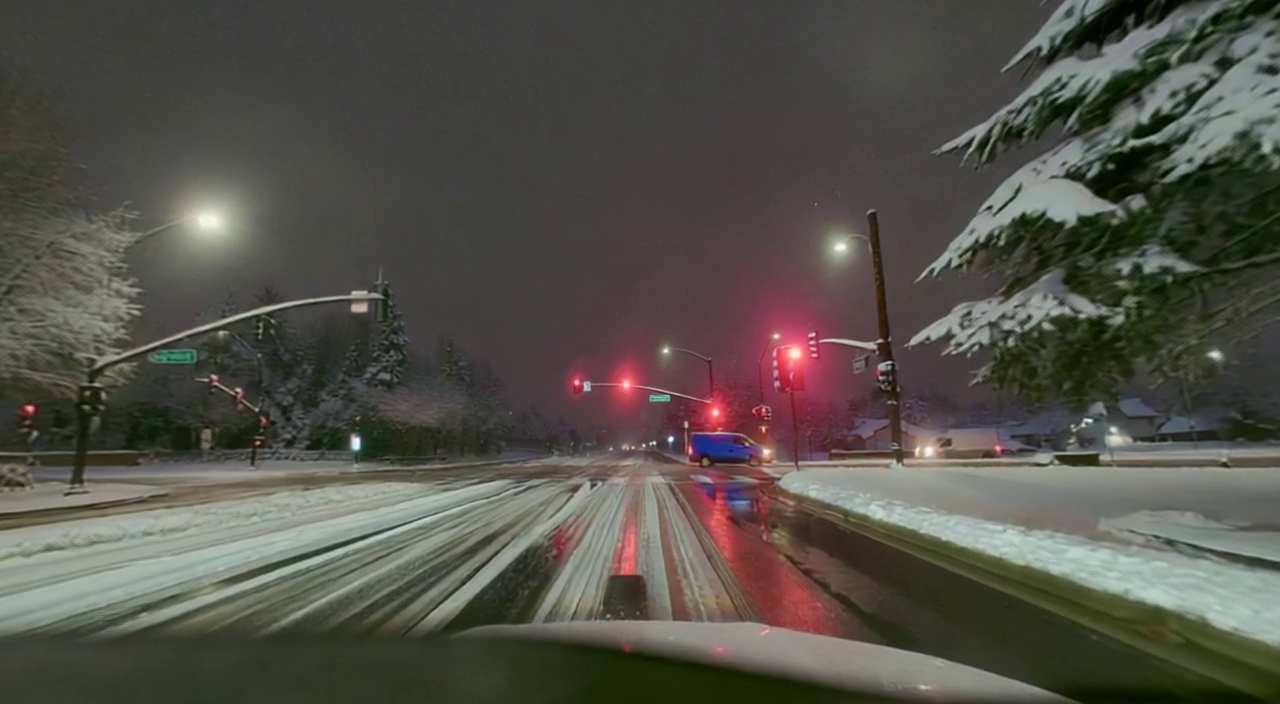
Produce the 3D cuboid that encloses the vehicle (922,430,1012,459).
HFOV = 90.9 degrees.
[{"bbox_3d":[21.306,6.065,41.198,4.790,1.798,1.909,0,-8,1],"label":"vehicle"}]

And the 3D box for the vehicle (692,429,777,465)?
[{"bbox_3d":[5.534,5.559,36.915,4.536,1.965,1.780,-4,-9,26],"label":"vehicle"}]
